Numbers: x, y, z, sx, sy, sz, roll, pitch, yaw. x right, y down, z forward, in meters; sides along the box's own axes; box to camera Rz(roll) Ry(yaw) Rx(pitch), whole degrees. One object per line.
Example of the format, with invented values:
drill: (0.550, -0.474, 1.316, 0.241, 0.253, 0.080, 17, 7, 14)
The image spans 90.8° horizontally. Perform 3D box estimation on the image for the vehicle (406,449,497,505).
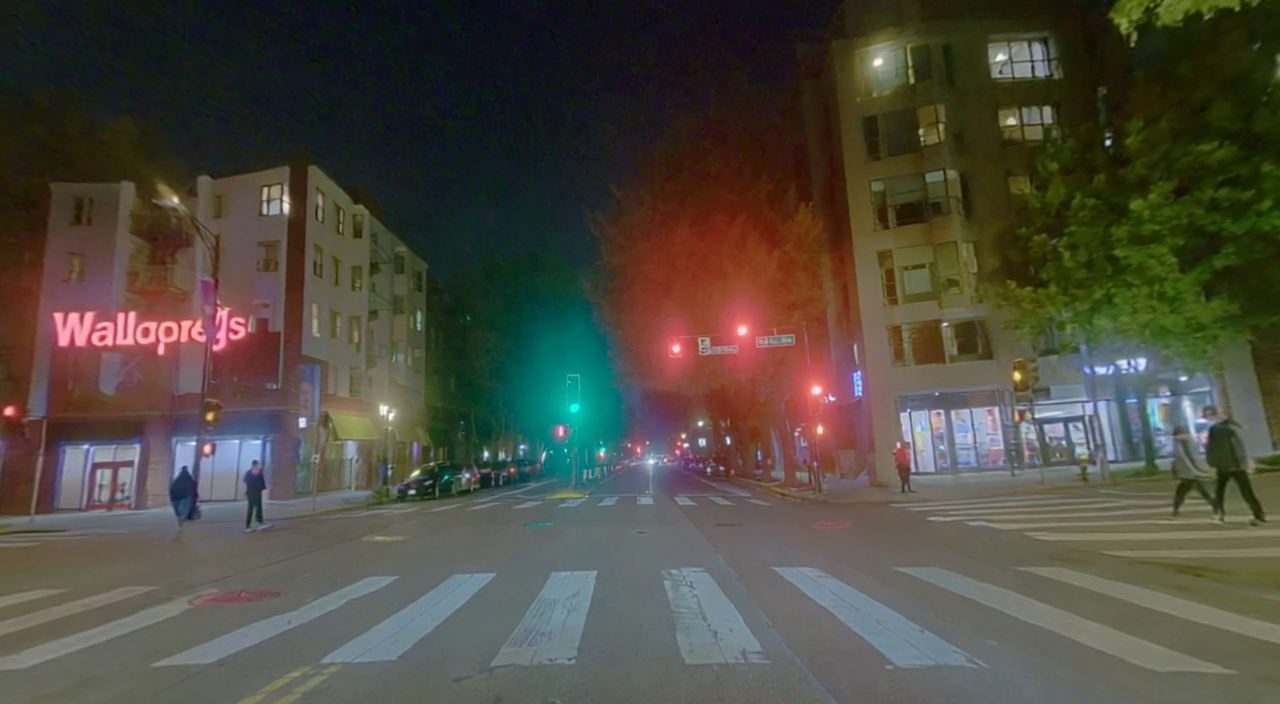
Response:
vehicle: (-8.821, 5.866, 30.314, 2.489, 2.323, 5.843, 0, -8, 1)

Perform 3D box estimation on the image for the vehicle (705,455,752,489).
vehicle: (5.194, 7.103, 37.712, 2.010, 1.844, 4.386, 0, -8, -2)

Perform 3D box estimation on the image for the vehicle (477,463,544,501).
vehicle: (-5.751, 5.829, 28.618, 1.983, 1.438, 4.559, 0, -8, 1)
